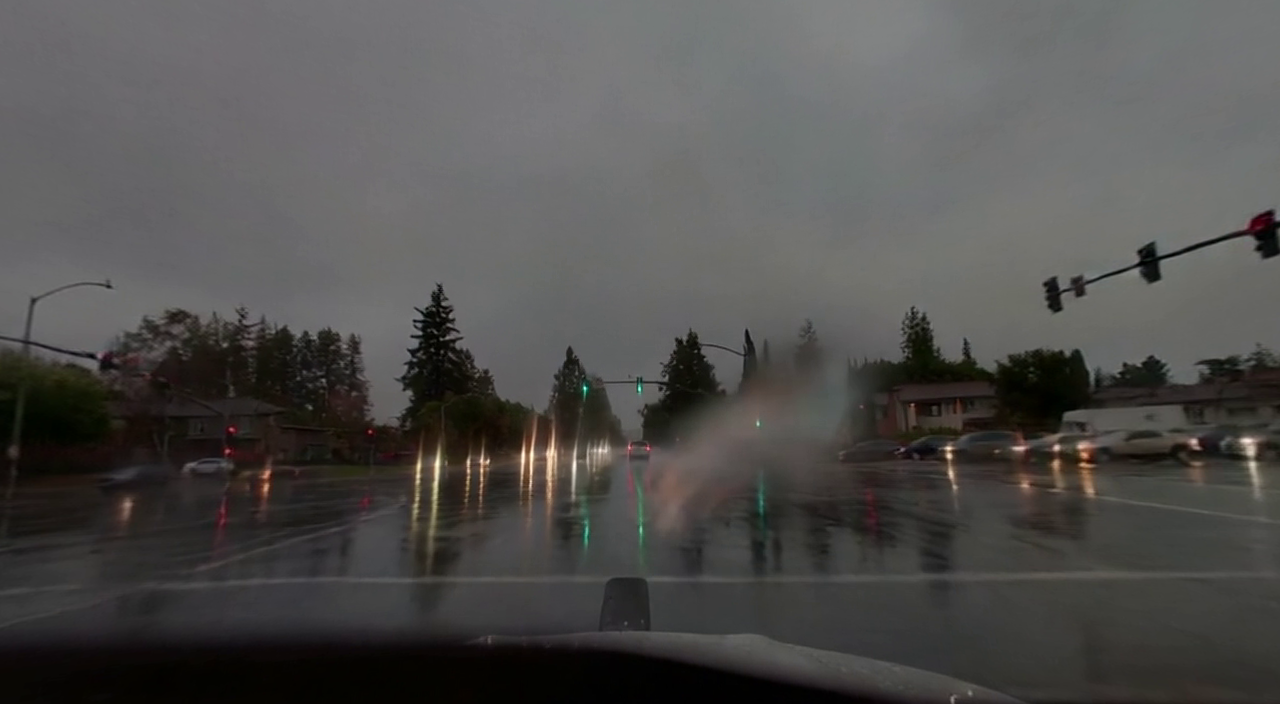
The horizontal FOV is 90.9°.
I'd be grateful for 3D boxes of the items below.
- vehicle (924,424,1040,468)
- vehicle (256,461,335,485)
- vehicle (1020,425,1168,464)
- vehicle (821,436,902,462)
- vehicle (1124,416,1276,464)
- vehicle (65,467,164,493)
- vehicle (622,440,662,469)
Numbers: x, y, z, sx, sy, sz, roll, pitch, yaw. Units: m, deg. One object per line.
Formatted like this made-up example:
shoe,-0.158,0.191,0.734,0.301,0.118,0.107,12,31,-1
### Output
vehicle,17.426,4.797,32.311,4.554,1.704,2.121,-6,-8,1
vehicle,-24.386,8.555,44.765,2.024,1.511,4.403,-8,-11,41
vehicle,18.468,3.787,25.794,4.474,1.482,1.937,0,-9,1
vehicle,15.088,6.651,43.196,4.732,1.713,2.257,-1,-9,3
vehicle,25.261,3.985,28.566,4.897,1.637,1.895,-5,-8,1
vehicle,-34.084,8.302,41.001,4.413,1.487,1.915,2,-9,-15
vehicle,0.125,6.535,40.342,2.437,1.737,4.420,0,-9,0
